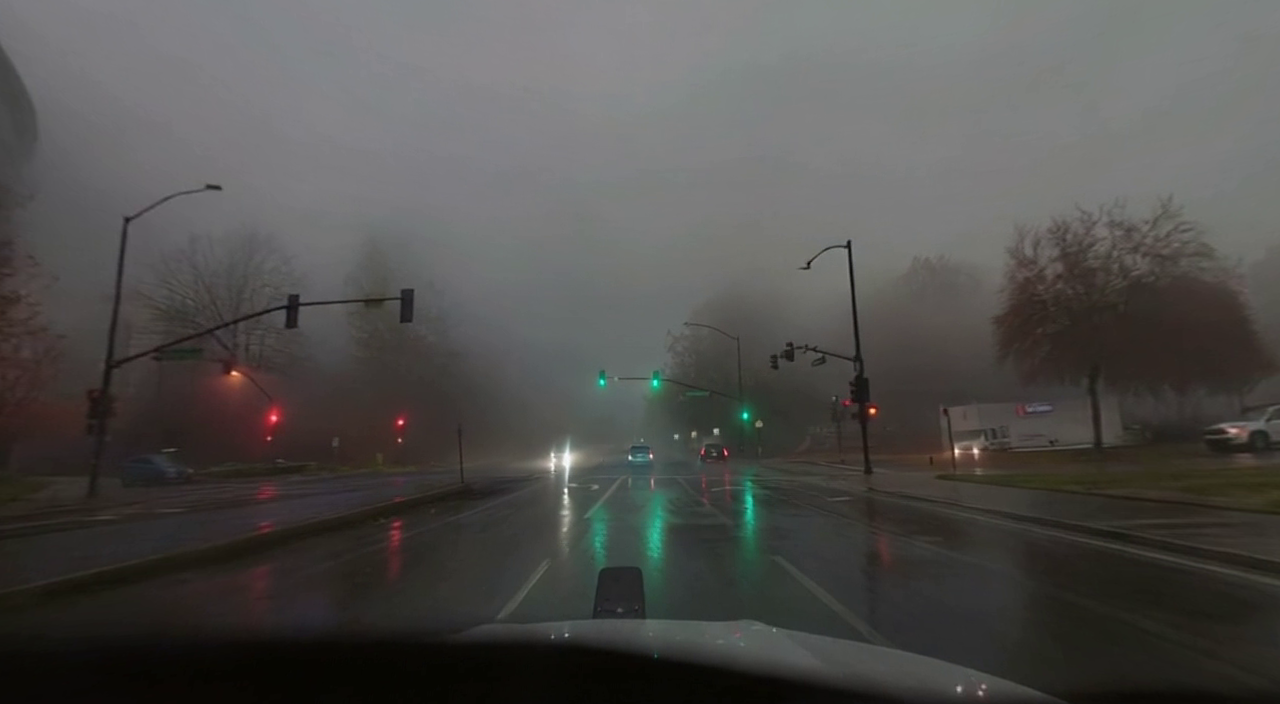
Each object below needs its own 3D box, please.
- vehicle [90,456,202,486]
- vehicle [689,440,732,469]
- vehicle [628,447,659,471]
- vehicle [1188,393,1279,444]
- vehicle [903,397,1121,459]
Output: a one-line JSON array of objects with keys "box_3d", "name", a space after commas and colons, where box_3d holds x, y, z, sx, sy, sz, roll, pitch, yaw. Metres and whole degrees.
[{"box_3d": [-26.851, 6.453, 34.308, 4.500, 1.555, 1.913, 0, -9, 3], "name": "vehicle"}, {"box_3d": [4.552, 6.735, 41.447, 2.174, 1.749, 4.739, 0, -9, -2], "name": "vehicle"}, {"box_3d": [0.241, 7.269, 42.960, 2.014, 1.525, 4.197, 0, -9, 0], "name": "vehicle"}, {"box_3d": [23.340, 2.505, 23.284, 1.887, 1.635, 4.695, 1, -9, 0], "name": "vehicle"}, {"box_3d": [22.184, 4.640, 38.211, 10.893, 3.534, 3.195, 0, -9, 4], "name": "vehicle"}]
